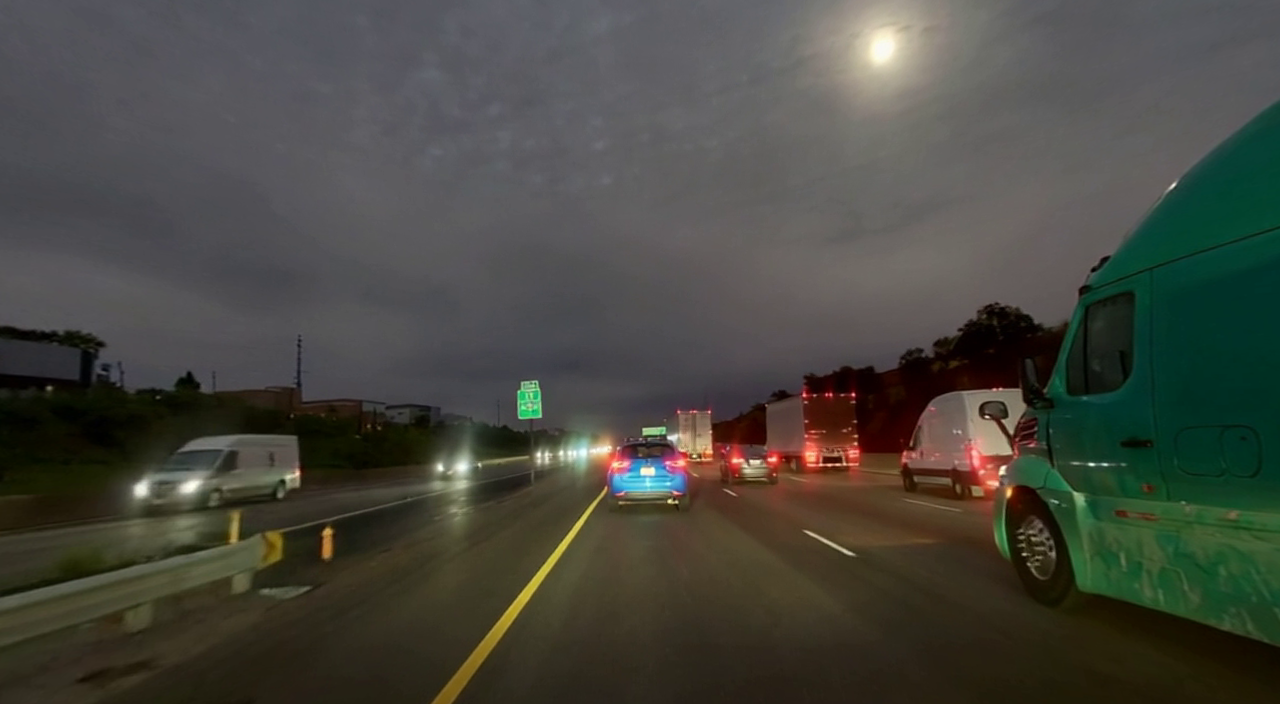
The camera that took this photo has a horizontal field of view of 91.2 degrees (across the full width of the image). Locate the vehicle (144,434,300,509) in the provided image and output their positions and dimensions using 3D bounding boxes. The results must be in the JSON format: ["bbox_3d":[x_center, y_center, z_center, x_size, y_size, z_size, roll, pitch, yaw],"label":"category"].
[{"bbox_3d":[-16.634,4.755,25.498,2.234,2.649,5.960,0,-9,-1],"label":"vehicle"}]

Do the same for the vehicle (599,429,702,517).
[{"bbox_3d":[0.199,2.587,13.794,1.965,1.664,3.428,0,-9,0],"label":"vehicle"}]

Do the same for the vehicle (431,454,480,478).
[{"bbox_3d":[-12.368,7.658,42.293,1.921,1.504,4.633,0,-9,0],"label":"vehicle"}]

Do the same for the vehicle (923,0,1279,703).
[{"bbox_3d":[4.204,-0.049,2.774,2.987,3.877,5.881,0,-9,0],"label":"vehicle"}]

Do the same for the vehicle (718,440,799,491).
[{"bbox_3d":[3.832,3.720,20.856,1.859,1.512,3.711,0,-9,-2],"label":"vehicle"}]
